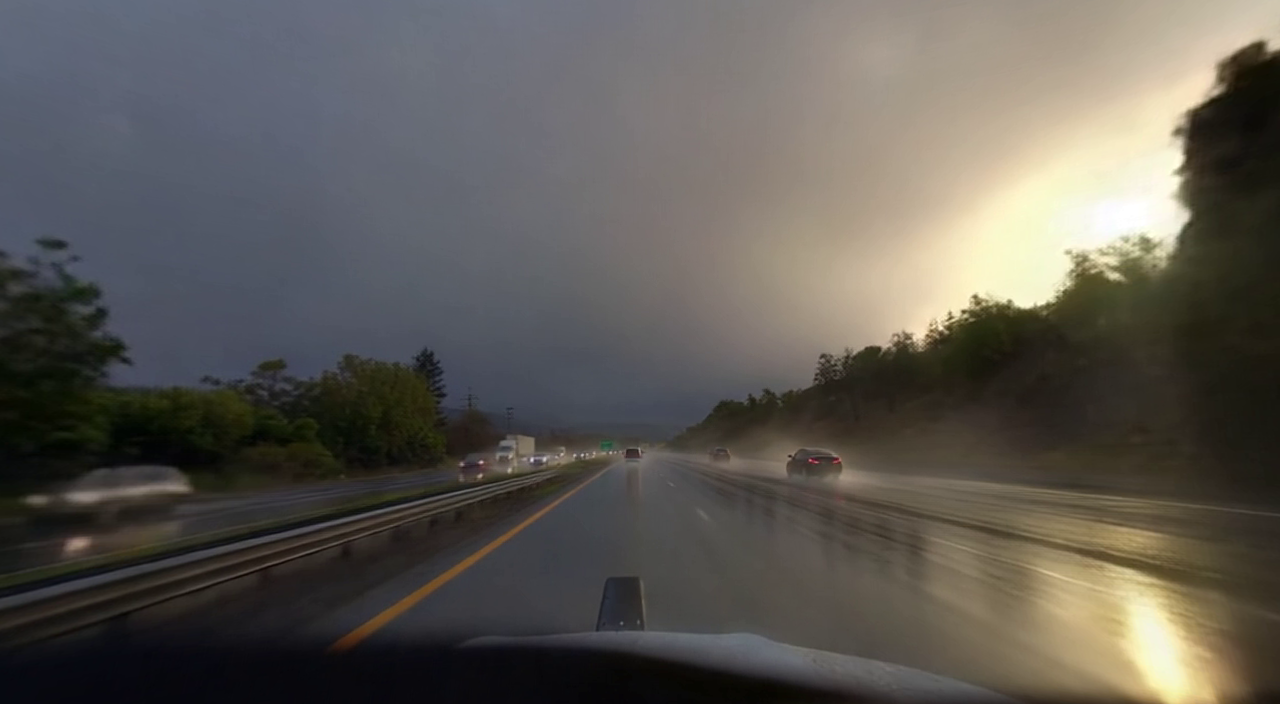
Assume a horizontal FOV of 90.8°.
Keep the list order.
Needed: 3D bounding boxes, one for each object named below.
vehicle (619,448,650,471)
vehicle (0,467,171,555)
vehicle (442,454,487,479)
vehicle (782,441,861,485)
[{"bbox_3d":[-0.370,7.318,43.135,2.021,1.507,4.272,0,-9,0],"label":"vehicle"},{"bbox_3d":[-12.864,3.364,13.874,1.810,1.498,4.320,0,-9,-1],"label":"vehicle"},{"bbox_3d":[-12.378,8.107,44.827,1.897,1.659,4.306,0,-9,0],"label":"vehicle"},{"bbox_3d":[7.133,4.393,25.210,1.903,1.566,3.866,0,-9,-1],"label":"vehicle"}]
